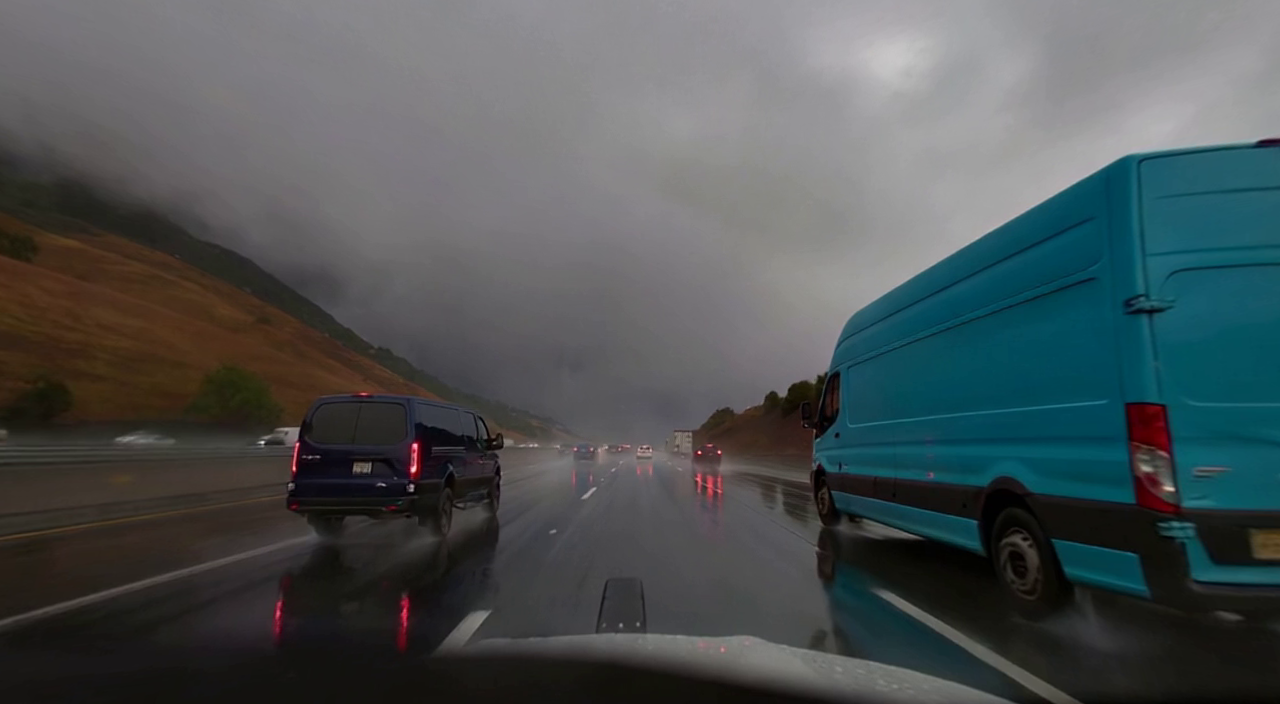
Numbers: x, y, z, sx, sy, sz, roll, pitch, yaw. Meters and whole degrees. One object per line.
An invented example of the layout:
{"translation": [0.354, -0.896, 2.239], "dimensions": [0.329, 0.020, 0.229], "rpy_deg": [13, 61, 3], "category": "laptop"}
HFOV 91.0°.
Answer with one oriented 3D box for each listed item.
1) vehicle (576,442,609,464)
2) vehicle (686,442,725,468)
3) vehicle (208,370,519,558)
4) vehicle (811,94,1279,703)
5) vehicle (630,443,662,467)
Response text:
{"translation": [-3.590, 7.736, 48.118], "dimensions": [2.138, 1.581, 4.340], "rpy_deg": [0, -9, 0], "category": "vehicle"}
{"translation": [4.198, 6.713, 41.060], "dimensions": [2.051, 1.598, 4.145], "rpy_deg": [0, -9, -1], "category": "vehicle"}
{"translation": [-3.819, 1.751, 10.380], "dimensions": [2.421, 2.203, 5.775], "rpy_deg": [0, -9, 1], "category": "vehicle"}
{"translation": [4.228, 0.717, 6.725], "dimensions": [2.764, 3.260, 7.019], "rpy_deg": [0, -9, 0], "category": "vehicle"}
{"translation": [0.386, 6.842, 41.916], "dimensions": [2.014, 1.543, 3.804], "rpy_deg": [0, -9, 0], "category": "vehicle"}
